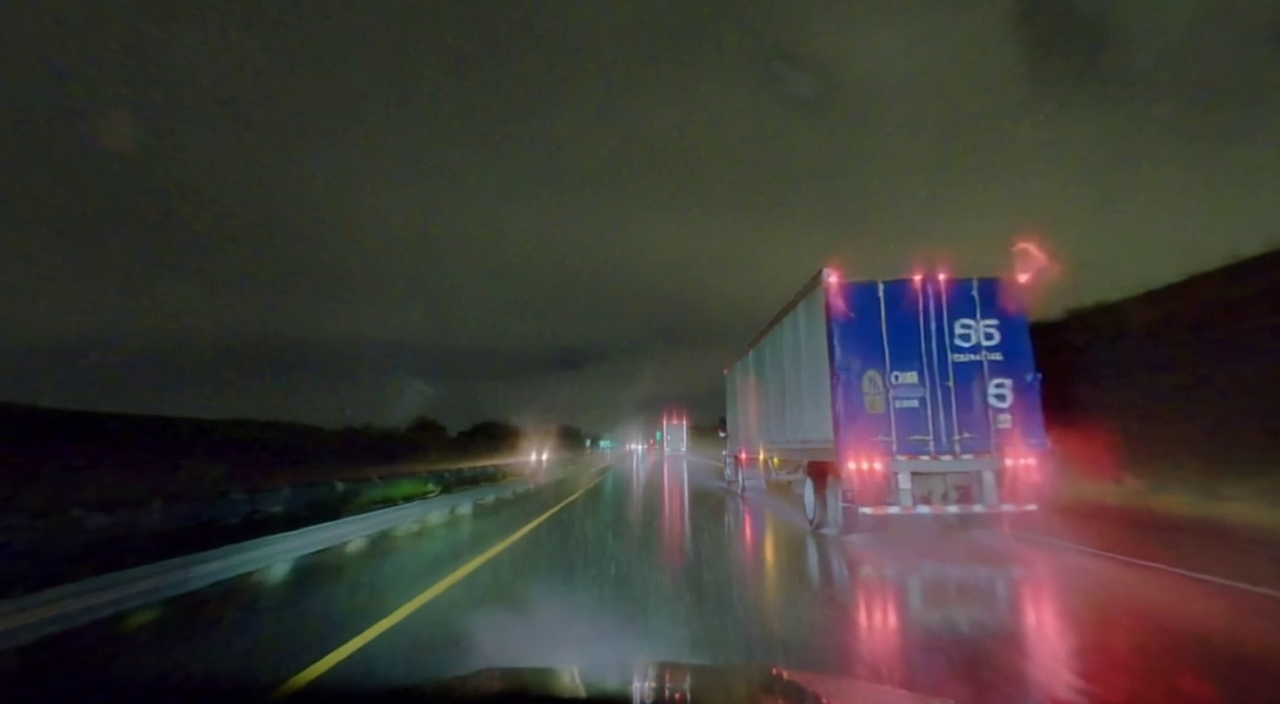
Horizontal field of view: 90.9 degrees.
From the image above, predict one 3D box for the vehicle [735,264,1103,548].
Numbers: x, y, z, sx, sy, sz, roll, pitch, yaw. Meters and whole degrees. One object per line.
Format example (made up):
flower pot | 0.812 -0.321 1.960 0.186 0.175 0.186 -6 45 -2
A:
vehicle | 4.338 1.433 13.321 3.107 3.718 10.231 0 -9 0
